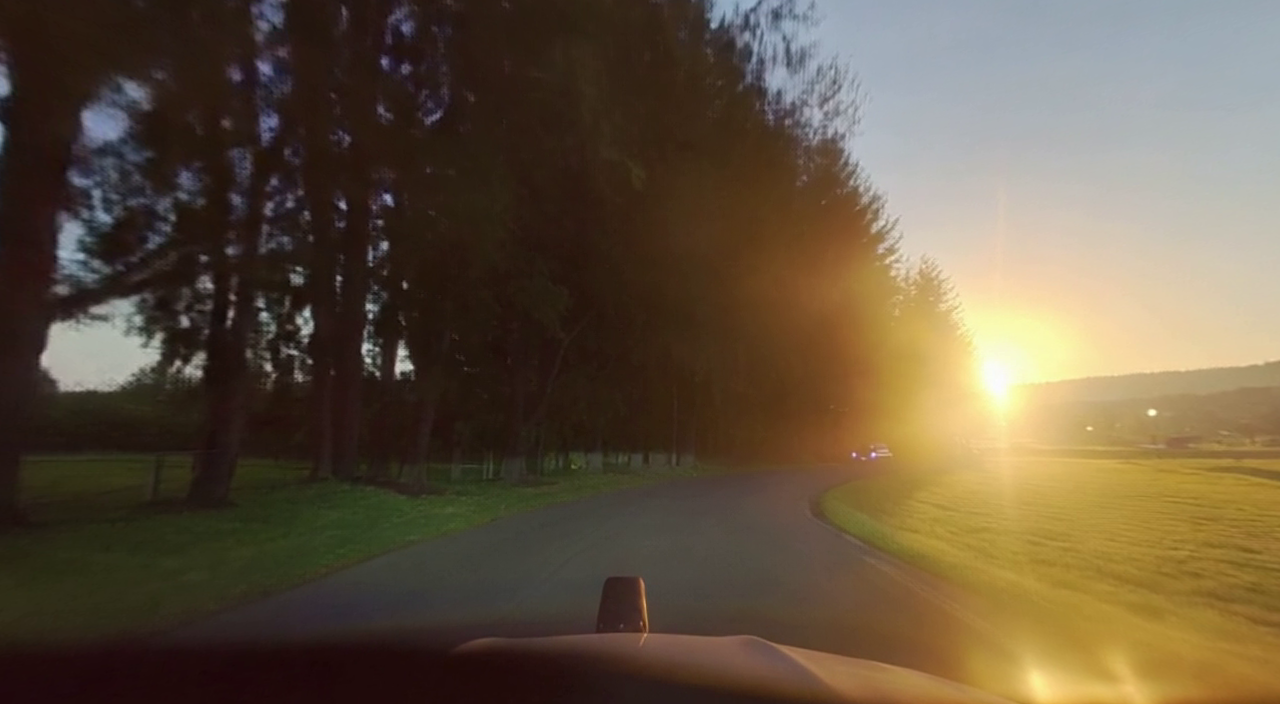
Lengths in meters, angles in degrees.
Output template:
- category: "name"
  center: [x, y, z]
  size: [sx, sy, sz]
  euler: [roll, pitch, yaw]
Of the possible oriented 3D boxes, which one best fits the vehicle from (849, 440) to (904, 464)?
- category: "vehicle"
  center: [18.737, 7.907, 49.697]
  size: [4.257, 1.789, 1.988]
  euler: [7, -9, -36]
